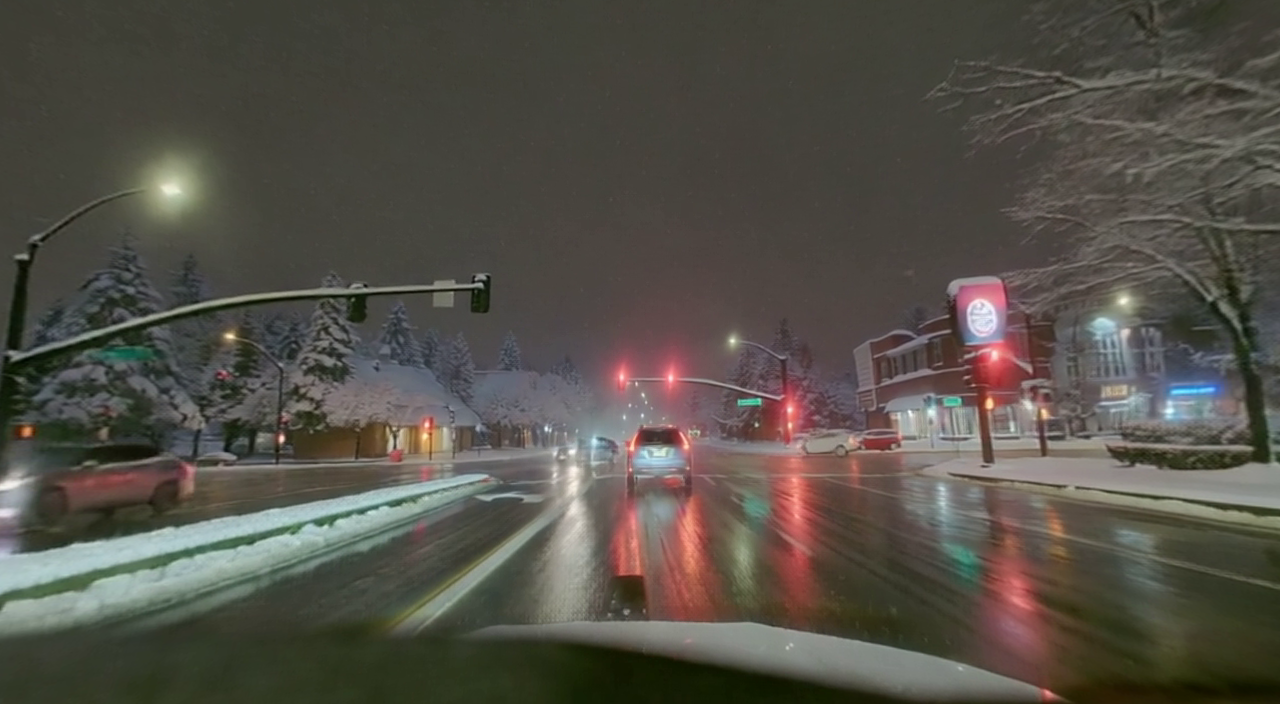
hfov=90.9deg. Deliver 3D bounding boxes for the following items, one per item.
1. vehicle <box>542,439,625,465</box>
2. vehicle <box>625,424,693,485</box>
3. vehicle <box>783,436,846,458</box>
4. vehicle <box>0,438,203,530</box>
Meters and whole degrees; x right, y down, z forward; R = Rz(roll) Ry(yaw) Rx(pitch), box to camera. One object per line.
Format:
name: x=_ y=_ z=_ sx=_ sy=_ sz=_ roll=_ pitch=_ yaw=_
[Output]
vehicle: x=-3.426 y=6.102 z=38.713 sx=4.705 sy=1.486 sz=2.013 roll=5 pitch=-10 yaw=-34
vehicle: x=0.588 y=3.327 z=20.687 sx=1.994 sy=1.759 sz=4.186 roll=0 pitch=-8 yaw=1
vehicle: x=12.371 y=6.764 z=44.906 sx=3.963 sy=1.480 sz=1.774 roll=0 pitch=-8 yaw=1
vehicle: x=-12.321 y=2.768 z=13.925 sx=1.954 sy=1.673 sz=4.460 roll=-1 pitch=-8 yaw=3
